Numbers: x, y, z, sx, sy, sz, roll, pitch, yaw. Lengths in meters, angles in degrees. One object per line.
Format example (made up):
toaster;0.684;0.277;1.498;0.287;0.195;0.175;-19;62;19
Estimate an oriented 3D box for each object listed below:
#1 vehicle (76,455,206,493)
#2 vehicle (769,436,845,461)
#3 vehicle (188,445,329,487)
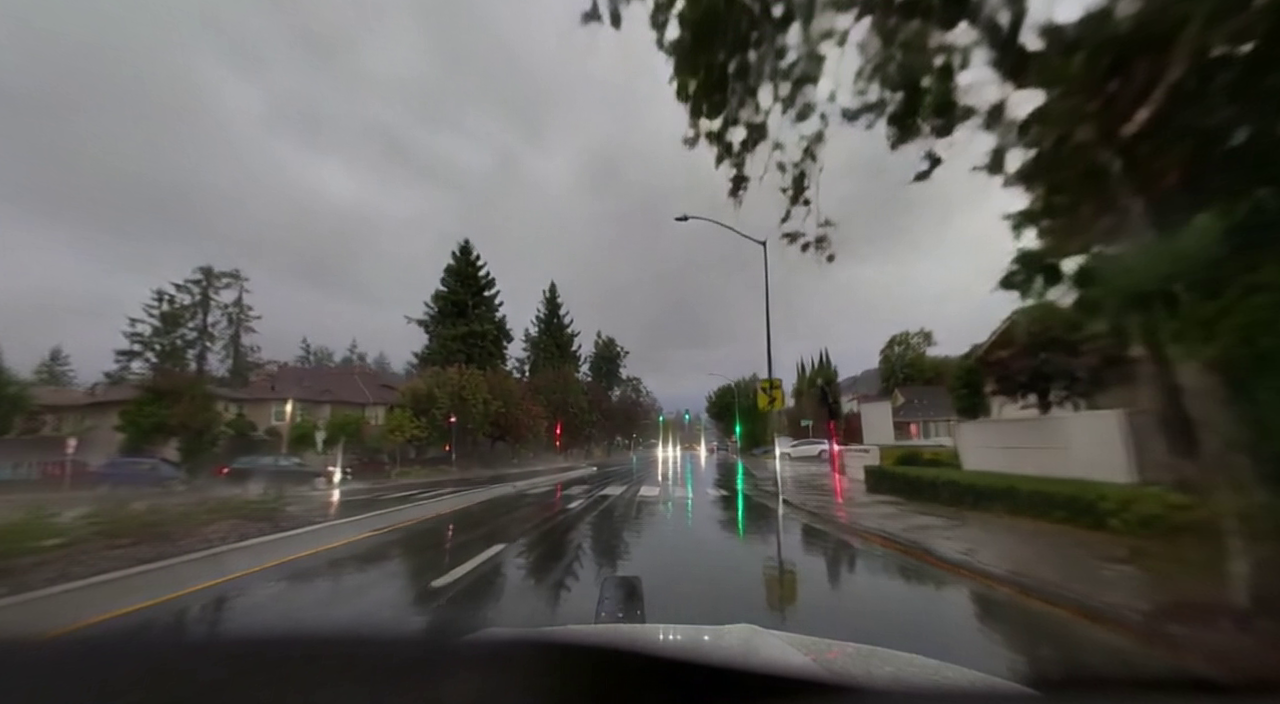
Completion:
vehicle;-26.006;6.342;33.117;4.861;1.784;1.947;1;-9;-10
vehicle;12.024;6.946;45.551;4.906;1.729;2.414;-4;-9;24
vehicle;-20.397;6.079;34.060;5.938;2.098;2.333;1;-9;-10
